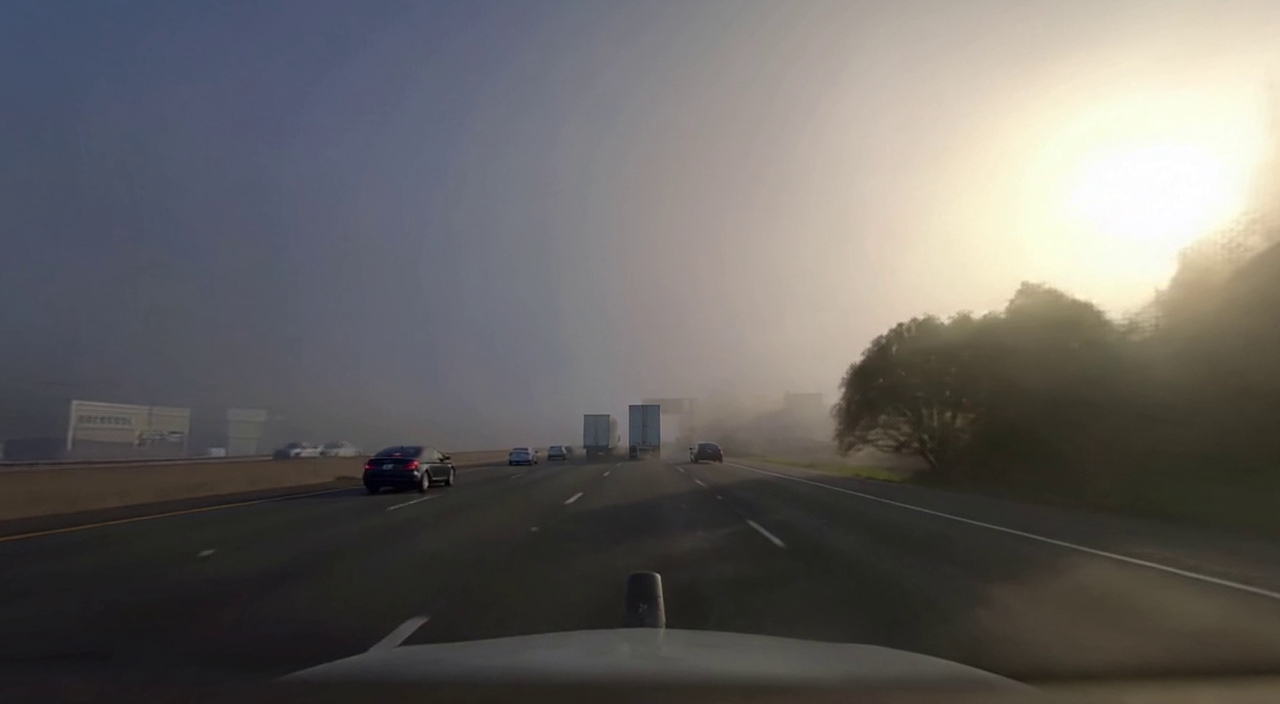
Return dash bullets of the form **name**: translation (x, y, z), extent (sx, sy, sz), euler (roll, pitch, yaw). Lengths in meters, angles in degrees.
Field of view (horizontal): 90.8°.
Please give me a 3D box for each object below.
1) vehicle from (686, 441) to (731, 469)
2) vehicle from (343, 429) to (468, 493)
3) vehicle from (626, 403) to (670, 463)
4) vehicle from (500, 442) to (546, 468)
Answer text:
- **vehicle**: translation (3.770, 5.752, 35.421), extent (2.006, 1.452, 4.246), euler (0, -9, 0)
- **vehicle**: translation (-7.116, 3.342, 19.728), extent (2.122, 1.754, 4.379), euler (0, -9, 1)
- **vehicle**: translation (0.472, 6.371, 48.931), extent (2.969, 4.104, 10.906), euler (0, -9, -1)
- **vehicle**: translation (-7.066, 6.284, 38.633), extent (1.891, 1.460, 4.506), euler (0, -9, 1)
